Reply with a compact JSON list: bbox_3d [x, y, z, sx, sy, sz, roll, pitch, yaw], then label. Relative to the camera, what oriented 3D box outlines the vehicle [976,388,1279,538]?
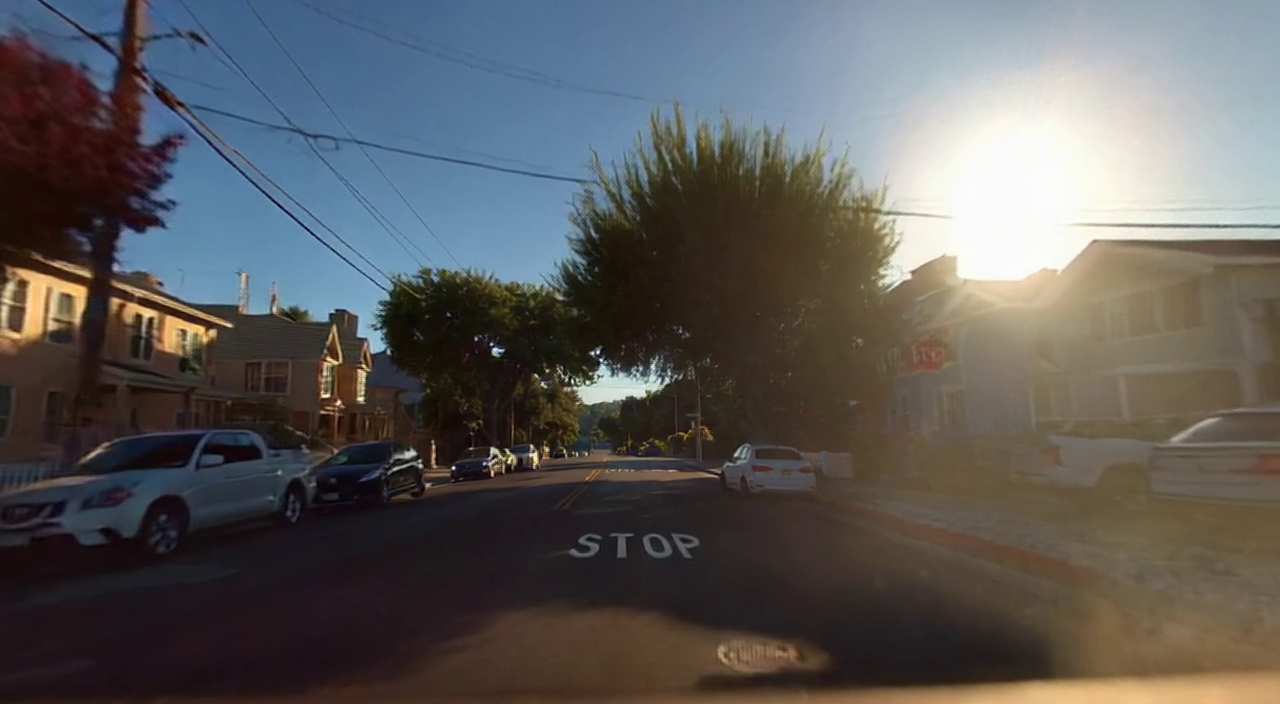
[{"bbox_3d":[8.396,1.557,9.259,5.541,1.820,2.319,-1,-9,0],"label":"vehicle"}]

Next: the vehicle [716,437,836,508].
[{"bbox_3d":[3.317,3.056,16.664,1.963,1.536,5.446,0,-8,0],"label":"vehicle"}]

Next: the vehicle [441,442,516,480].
[{"bbox_3d":[-6.877,4.686,27.427,2.056,1.481,4.451,0,-8,0],"label":"vehicle"}]

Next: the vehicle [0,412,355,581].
[{"bbox_3d":[-6.574,1.920,9.388,2.136,1.757,5.365,0,-8,0],"label":"vehicle"}]

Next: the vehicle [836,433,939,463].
[{"bbox_3d":[16.705,6.494,42.933,6.022,1.953,2.250,0,-9,1],"label":"vehicle"}]

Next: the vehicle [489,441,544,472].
[{"bbox_3d":[-6.604,5.630,34.237,2.026,1.560,4.062,0,-8,2],"label":"vehicle"}]

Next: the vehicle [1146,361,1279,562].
[{"bbox_3d":[8.474,1.123,6.533,4.507,1.939,2.304,0,-9,-4],"label":"vehicle"}]

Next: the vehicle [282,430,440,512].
[{"bbox_3d":[-6.616,2.851,15.638,1.896,1.703,4.586,0,-8,-1],"label":"vehicle"}]
